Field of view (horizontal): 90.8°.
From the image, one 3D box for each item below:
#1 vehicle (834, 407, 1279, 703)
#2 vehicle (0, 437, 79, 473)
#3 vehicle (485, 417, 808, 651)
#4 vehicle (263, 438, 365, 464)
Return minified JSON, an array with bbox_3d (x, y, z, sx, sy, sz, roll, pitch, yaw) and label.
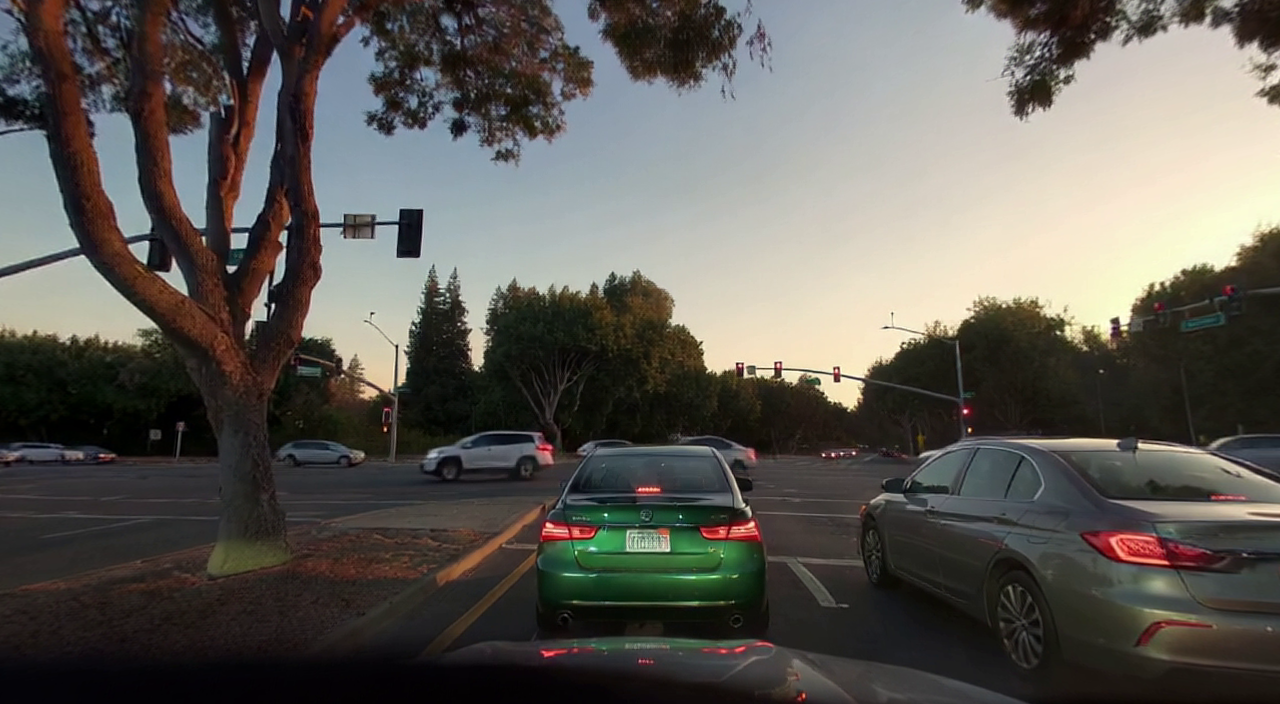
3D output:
[{"bbox_3d":[3.104,1.300,4.839,1.861,1.479,4.371,0,-9,0],"label":"vehicle"},{"bbox_3d":[-30.412,4.990,30.782,4.517,1.637,1.935,-1,-9,8],"label":"vehicle"},{"bbox_3d":[0.035,1.463,6.138,2.026,1.458,4.175,0,-9,0],"label":"vehicle"},{"bbox_3d":[-19.050,5.794,37.063,4.828,1.467,1.963,0,-8,1],"label":"vehicle"}]
